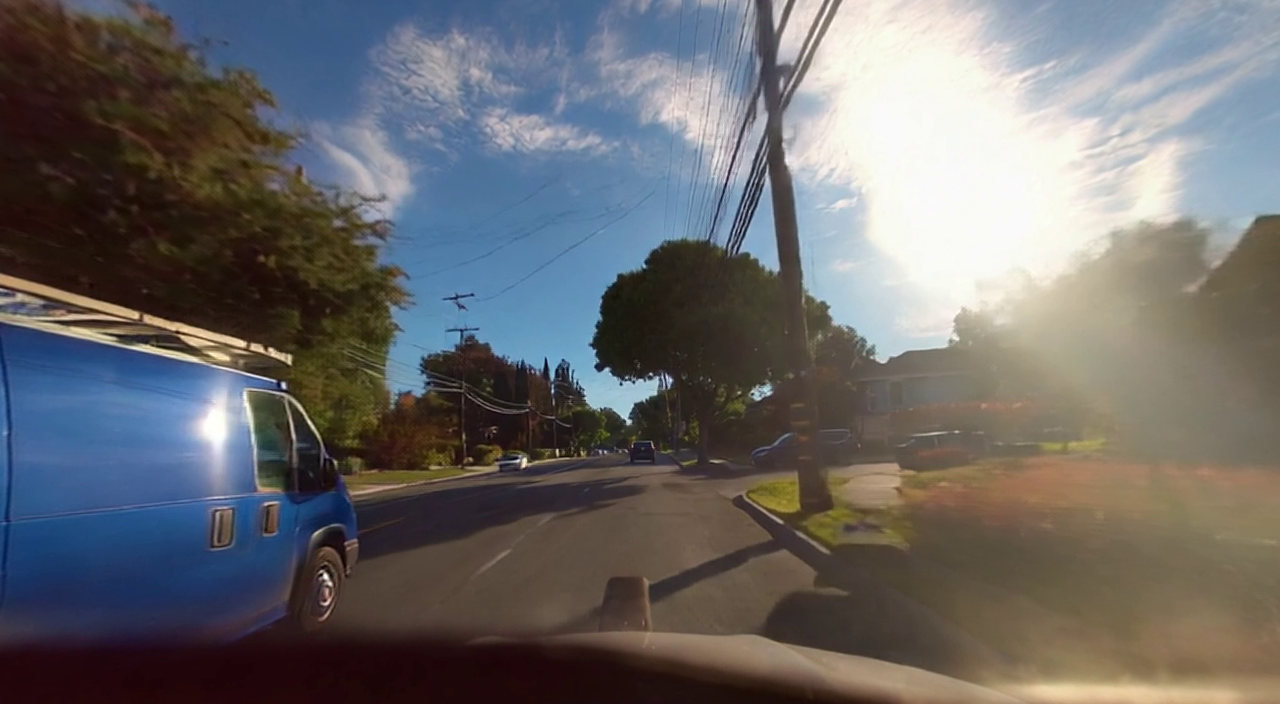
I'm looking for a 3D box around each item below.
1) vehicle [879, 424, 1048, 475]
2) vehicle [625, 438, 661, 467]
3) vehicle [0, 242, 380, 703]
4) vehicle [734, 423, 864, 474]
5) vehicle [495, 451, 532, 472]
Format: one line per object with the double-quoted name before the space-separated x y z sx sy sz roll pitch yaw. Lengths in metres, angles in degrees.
"vehicle" 10.177 3.099 20.099 4.295 1.505 1.918 0 -8 1
"vehicle" 0.185 6.234 39.262 2.120 1.718 3.909 0 -8 1
"vehicle" -3.510 0.724 2.553 2.336 2.152 5.866 0 -8 1
"vehicle" 6.769 4.124 27.010 5.012 1.711 2.457 -7 -8 15
"vehicle" -9.380 8.113 47.004 1.844 1.454 4.288 0 -8 1
